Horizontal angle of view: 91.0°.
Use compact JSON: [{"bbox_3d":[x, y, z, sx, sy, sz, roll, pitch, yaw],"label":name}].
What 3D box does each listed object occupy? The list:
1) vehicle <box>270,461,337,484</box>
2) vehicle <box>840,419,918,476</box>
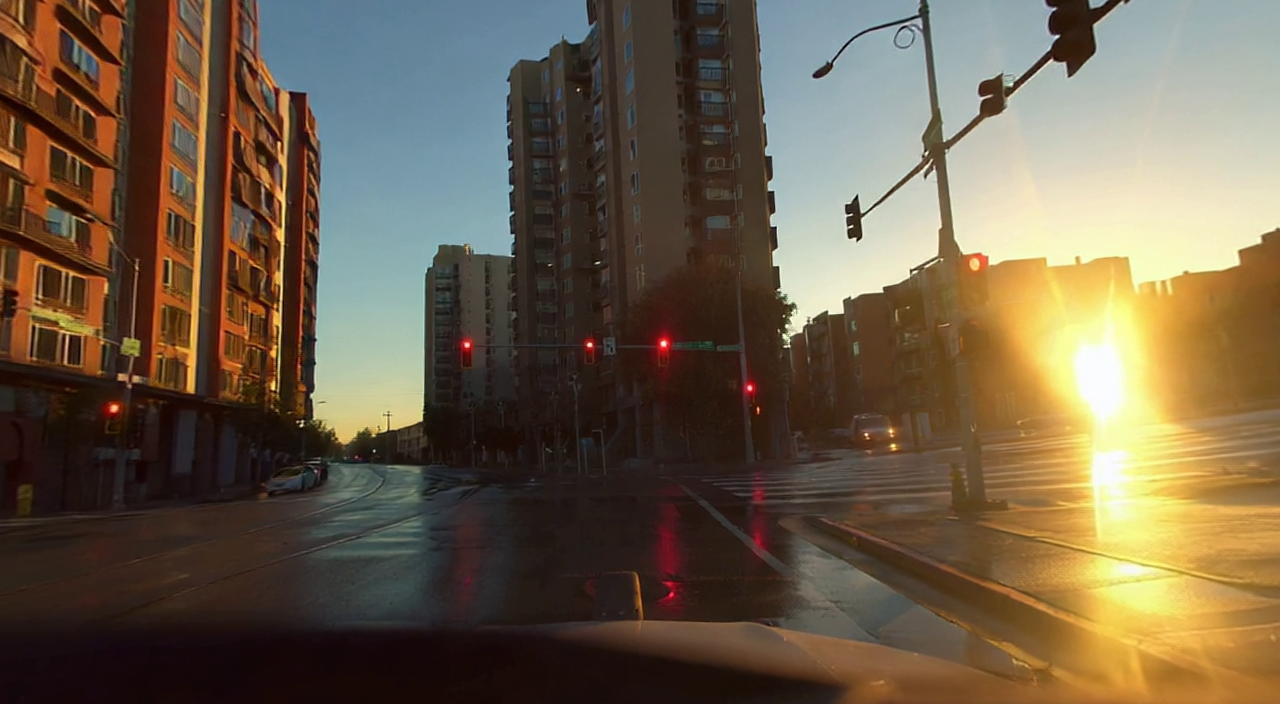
[{"bbox_3d":[-24.683,8.842,46.284,3.882,1.600,1.768,0,-9,2],"label":"vehicle"},{"bbox_3d":[14.085,5.710,37.687,2.948,3.071,7.295,-2,-9,10],"label":"vehicle"}]
